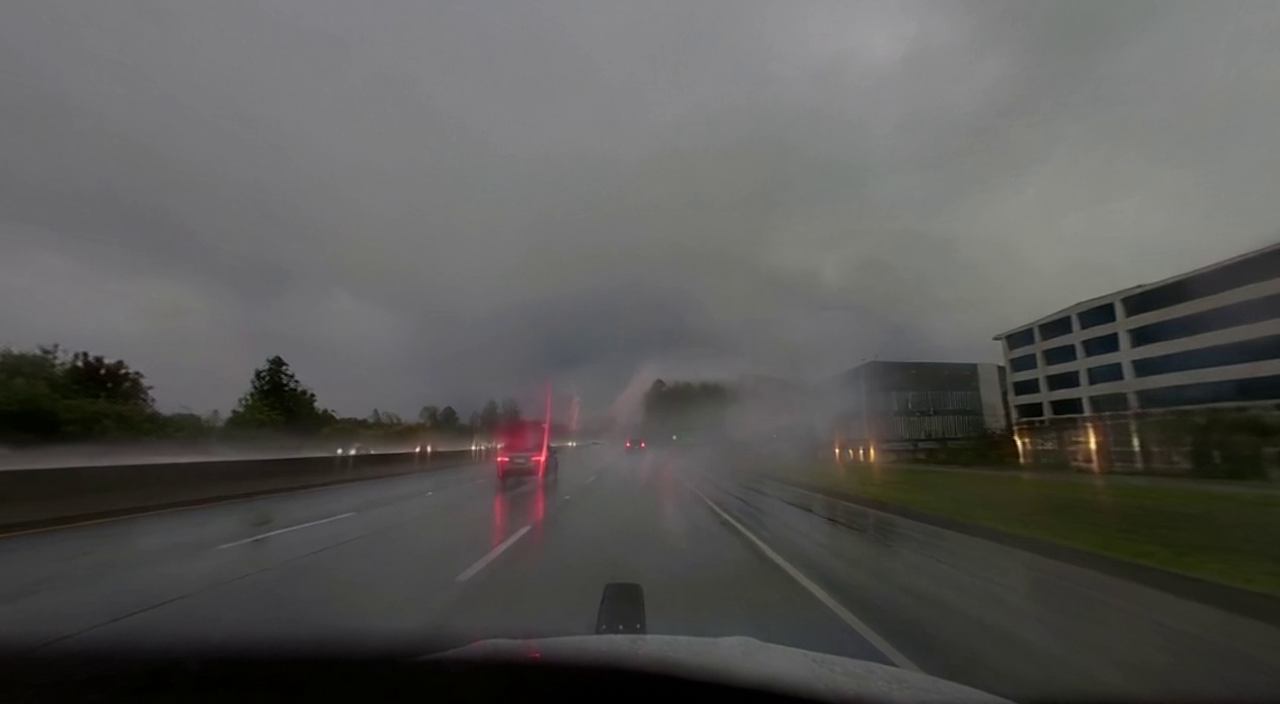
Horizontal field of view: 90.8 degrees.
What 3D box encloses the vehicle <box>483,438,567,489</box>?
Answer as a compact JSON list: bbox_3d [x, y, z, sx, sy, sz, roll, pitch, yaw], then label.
[{"bbox_3d":[-3.546,3.522,20.275,1.920,1.463,4.134,0,-9,0],"label":"vehicle"}]
